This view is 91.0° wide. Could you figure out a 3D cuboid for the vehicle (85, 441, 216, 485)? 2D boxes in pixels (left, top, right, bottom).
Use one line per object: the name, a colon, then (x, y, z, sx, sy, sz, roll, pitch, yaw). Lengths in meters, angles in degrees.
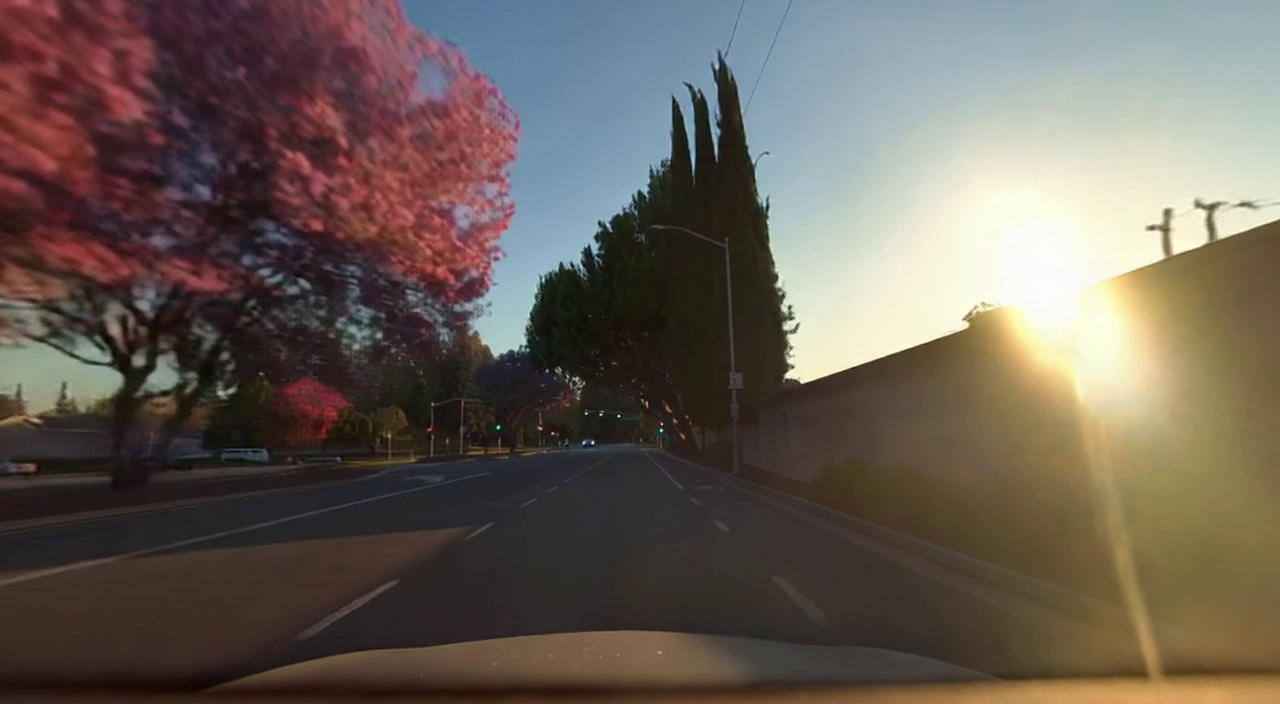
vehicle: (-20.623, 4.659, 26.818, 1.896, 1.689, 4.599, 0, -8, 0)
